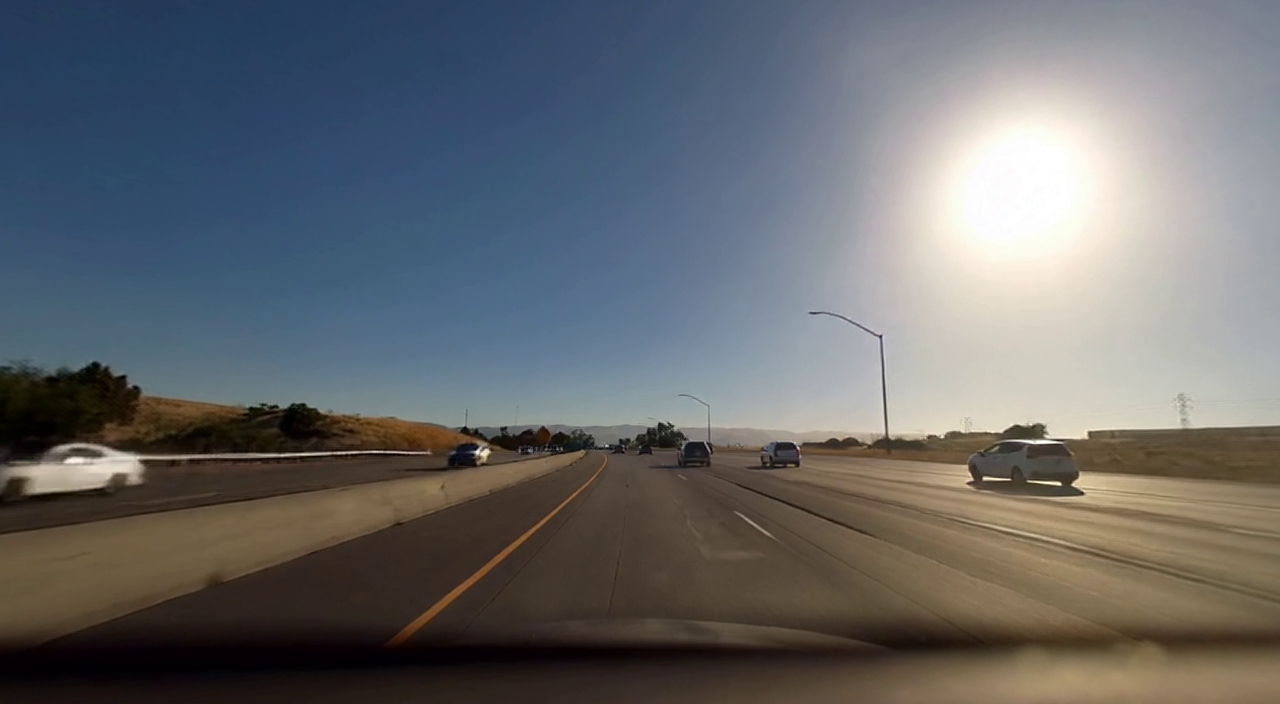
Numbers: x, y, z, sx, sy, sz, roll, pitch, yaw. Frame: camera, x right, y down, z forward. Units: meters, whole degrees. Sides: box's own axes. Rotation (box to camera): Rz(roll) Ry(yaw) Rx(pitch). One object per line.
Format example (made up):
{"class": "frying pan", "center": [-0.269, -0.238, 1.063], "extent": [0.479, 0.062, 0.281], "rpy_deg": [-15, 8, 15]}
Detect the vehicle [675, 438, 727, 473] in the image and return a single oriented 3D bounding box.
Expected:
{"class": "vehicle", "center": [2.927, 5.115, 31.409], "extent": [1.977, 1.601, 4.598], "rpy_deg": [0, -8, -2]}

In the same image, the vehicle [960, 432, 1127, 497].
{"class": "vehicle", "center": [10.936, 3.067, 17.554], "extent": [1.844, 1.560, 4.085], "rpy_deg": [0, -8, -1]}

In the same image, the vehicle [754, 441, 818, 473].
{"class": "vehicle", "center": [6.977, 5.073, 30.682], "extent": [1.952, 1.442, 4.259], "rpy_deg": [0, -8, -2]}

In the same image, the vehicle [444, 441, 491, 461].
{"class": "vehicle", "center": [-10.917, 6.300, 40.270], "extent": [1.866, 1.163, 3.756], "rpy_deg": [0, -8, 2]}
